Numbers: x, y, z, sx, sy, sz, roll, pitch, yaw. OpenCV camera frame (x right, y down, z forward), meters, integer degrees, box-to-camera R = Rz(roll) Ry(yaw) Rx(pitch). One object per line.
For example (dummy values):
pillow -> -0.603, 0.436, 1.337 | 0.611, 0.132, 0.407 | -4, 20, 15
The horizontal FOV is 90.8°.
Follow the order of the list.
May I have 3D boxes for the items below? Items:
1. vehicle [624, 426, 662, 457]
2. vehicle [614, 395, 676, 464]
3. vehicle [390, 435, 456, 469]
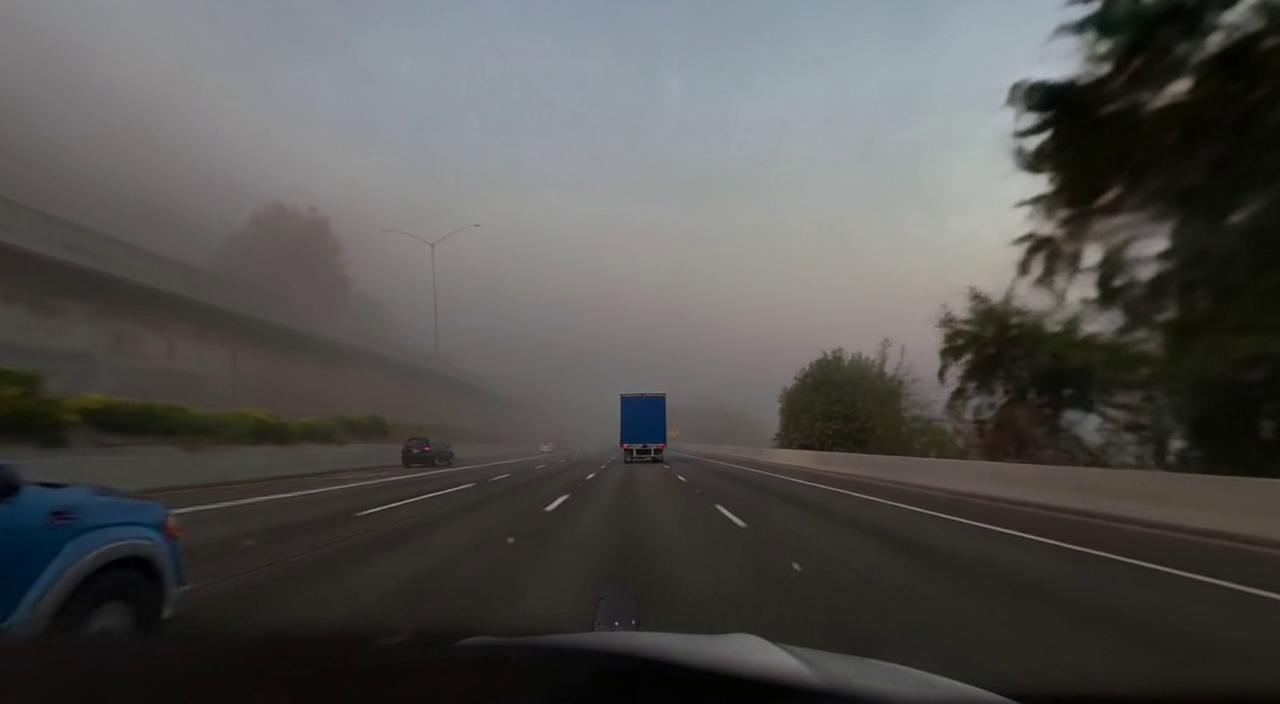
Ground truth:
vehicle -> 0.123, 5.189, 36.501 | 2.052, 1.666, 4.358 | 0, -8, -2
vehicle -> 0.029, 5.029, 39.729 | 3.233, 3.678, 11.032 | 0, -9, -3
vehicle -> -11.058, 5.138, 32.507 | 1.919, 1.625, 4.183 | 0, -8, -1
